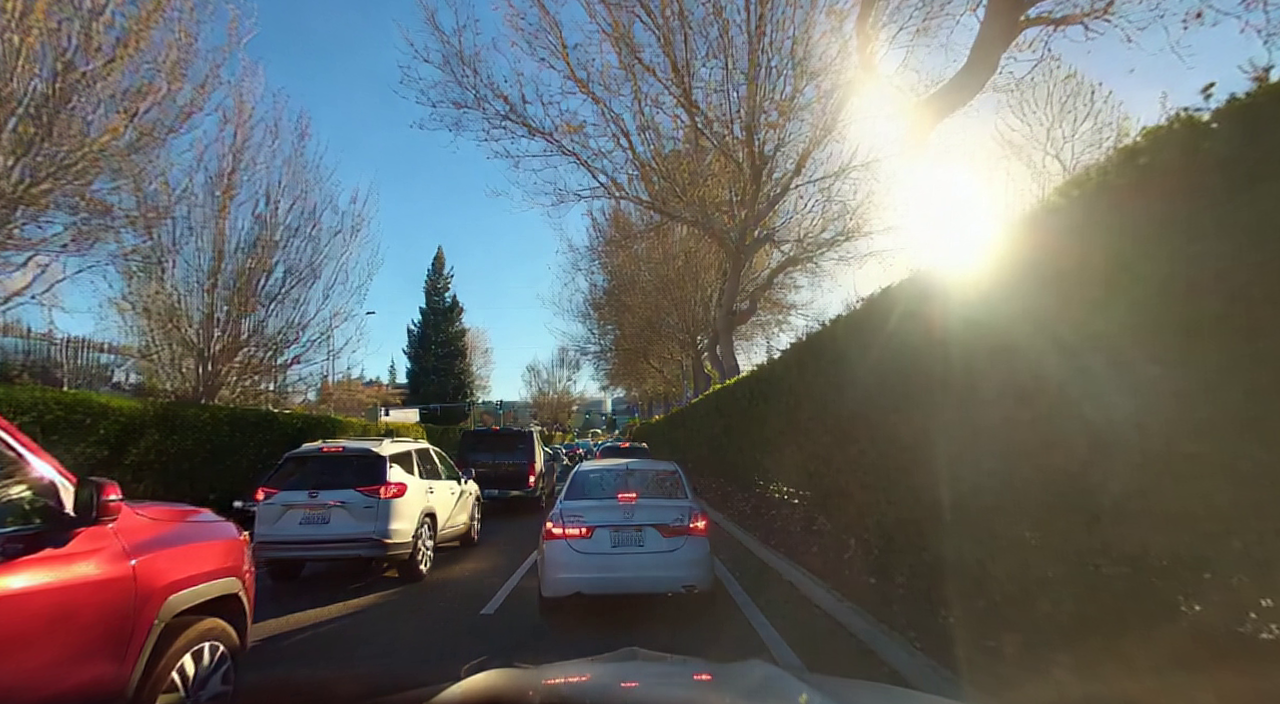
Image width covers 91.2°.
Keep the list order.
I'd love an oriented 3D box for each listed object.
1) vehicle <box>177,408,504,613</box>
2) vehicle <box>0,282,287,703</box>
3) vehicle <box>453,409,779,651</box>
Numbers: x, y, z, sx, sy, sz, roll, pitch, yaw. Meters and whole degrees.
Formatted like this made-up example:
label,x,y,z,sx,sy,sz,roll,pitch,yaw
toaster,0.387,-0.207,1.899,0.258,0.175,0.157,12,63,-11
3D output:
label,x,y,z,sx,sy,sz,roll,pitch,yaw
vehicle,-3.419,1.848,8.317,2.256,1.728,4.421,-6,-8,-2
vehicle,-3.286,0.675,1.266,2.205,1.913,5.327,-6,-8,-2
vehicle,-0.181,1.496,6.241,2.154,1.581,4.007,0,-9,-1
